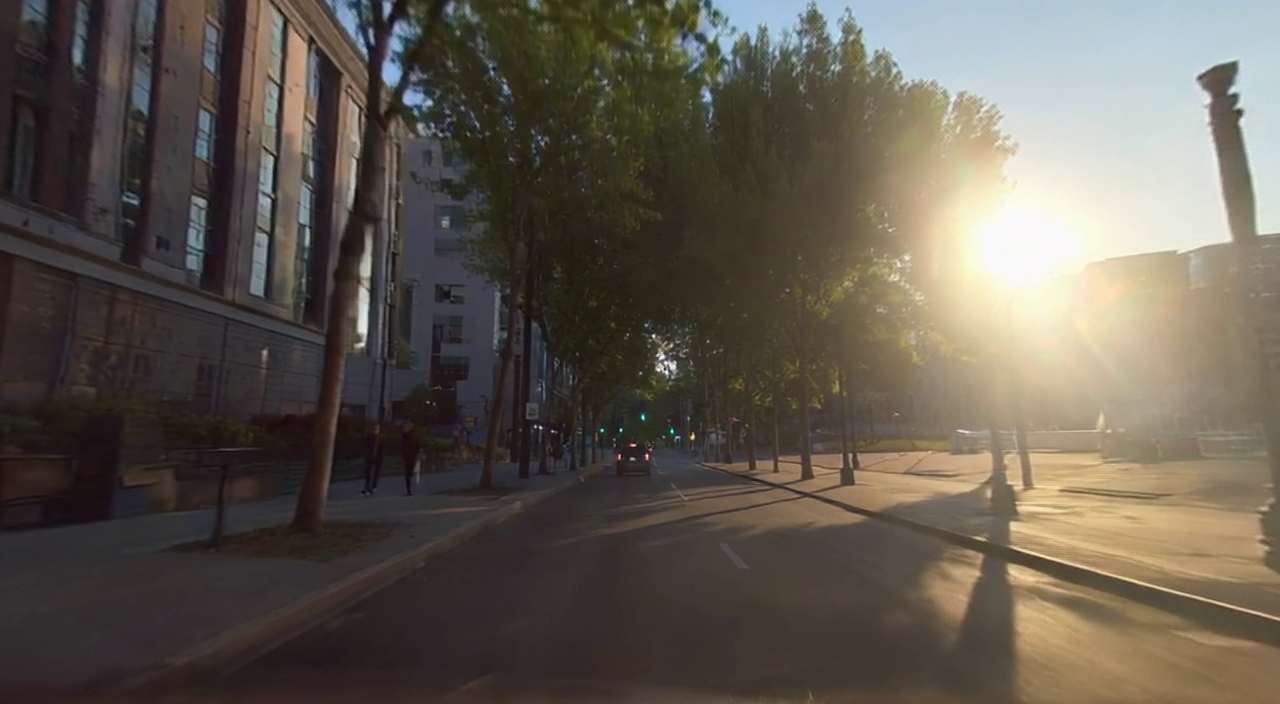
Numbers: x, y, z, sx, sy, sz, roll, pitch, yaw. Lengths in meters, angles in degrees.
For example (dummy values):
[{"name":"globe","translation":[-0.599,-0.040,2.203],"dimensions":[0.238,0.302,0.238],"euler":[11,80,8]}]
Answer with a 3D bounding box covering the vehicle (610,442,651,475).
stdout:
[{"name":"vehicle","translation":[-0.523,5.690,33.969],"dimensions":[2.079,1.621,3.861],"euler":[0,-8,-1]}]
